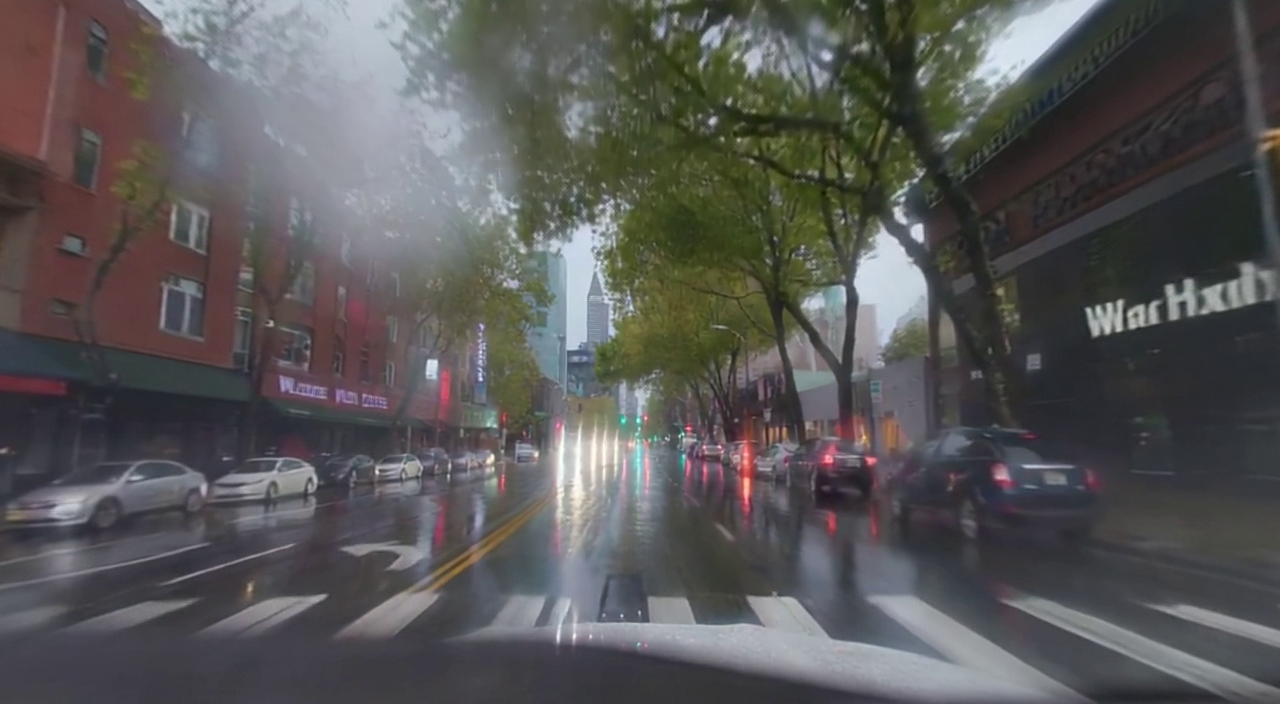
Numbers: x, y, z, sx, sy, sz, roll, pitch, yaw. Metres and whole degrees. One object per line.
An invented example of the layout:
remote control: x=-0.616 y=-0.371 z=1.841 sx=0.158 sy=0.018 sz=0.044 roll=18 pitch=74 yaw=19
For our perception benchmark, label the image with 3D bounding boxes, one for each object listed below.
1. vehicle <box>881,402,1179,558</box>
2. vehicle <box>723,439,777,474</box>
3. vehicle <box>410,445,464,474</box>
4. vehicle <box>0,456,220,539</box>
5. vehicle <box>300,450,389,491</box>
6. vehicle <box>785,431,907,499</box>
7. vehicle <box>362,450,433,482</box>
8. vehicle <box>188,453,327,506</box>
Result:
vehicle: x=5.885 y=1.978 z=10.394 sx=2.010 sy=1.943 sz=4.319 roll=-2 pitch=-9 yaw=-1
vehicle: x=5.499 y=5.268 z=32.098 sx=1.899 sy=1.642 sz=4.463 roll=0 pitch=-8 yaw=0
vehicle: x=-12.034 y=6.363 z=37.713 sx=1.834 sy=1.643 sz=4.110 roll=0 pitch=-8 yaw=1
vehicle: x=-12.031 y=3.207 z=14.534 sx=1.804 sy=1.533 sz=4.121 roll=0 pitch=-8 yaw=1
vehicle: x=-12.525 y=5.013 z=27.094 sx=1.800 sy=1.532 sz=4.110 roll=0 pitch=-8 yaw=0
vehicle: x=5.975 y=3.308 z=18.996 sx=1.991 sy=1.771 sz=4.604 roll=0 pitch=-8 yaw=-1
vehicle: x=-12.534 y=5.889 z=32.947 sx=1.868 sy=1.418 sz=4.415 roll=-2 pitch=-8 yaw=1
vehicle: x=-12.631 y=4.203 z=21.263 sx=1.927 sy=1.489 sz=4.572 roll=0 pitch=-8 yaw=-2
